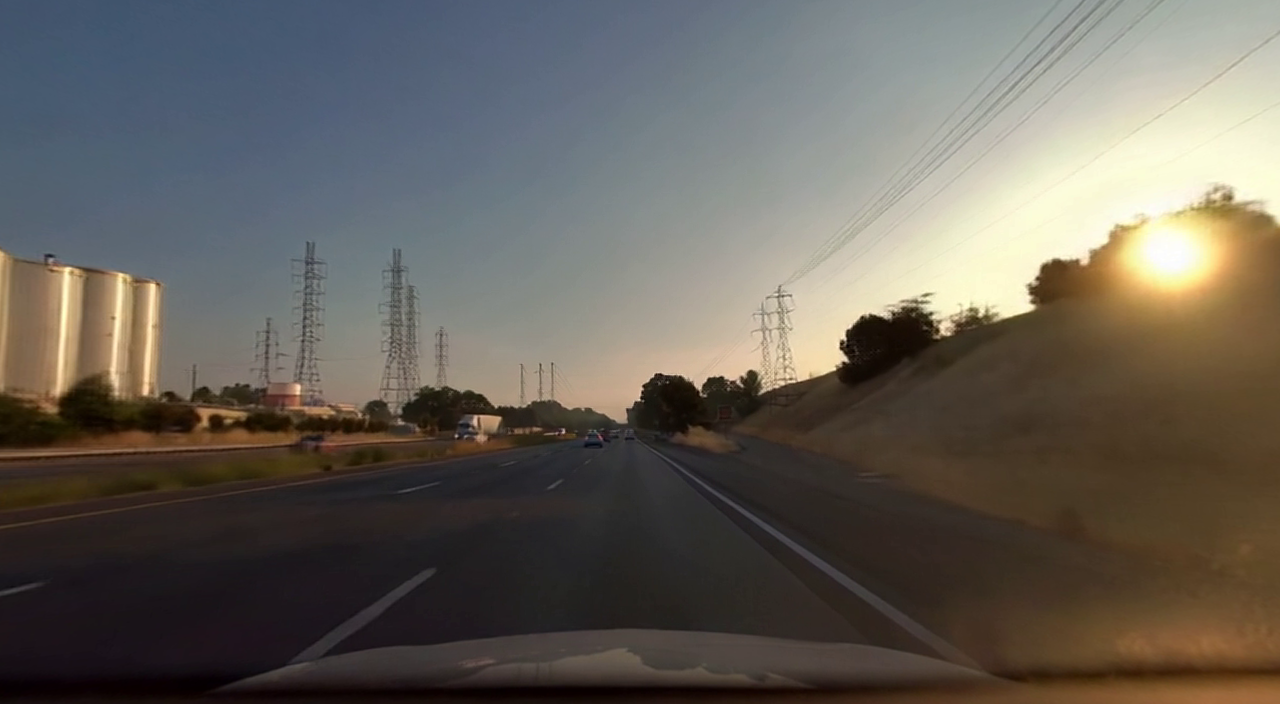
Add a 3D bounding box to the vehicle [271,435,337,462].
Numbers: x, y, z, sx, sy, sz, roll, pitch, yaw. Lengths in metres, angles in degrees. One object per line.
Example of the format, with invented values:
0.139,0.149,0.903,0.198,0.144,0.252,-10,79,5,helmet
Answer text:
-19.444,5.574,36.652,1.788,1.433,3.806,0,-8,-1,vehicle
